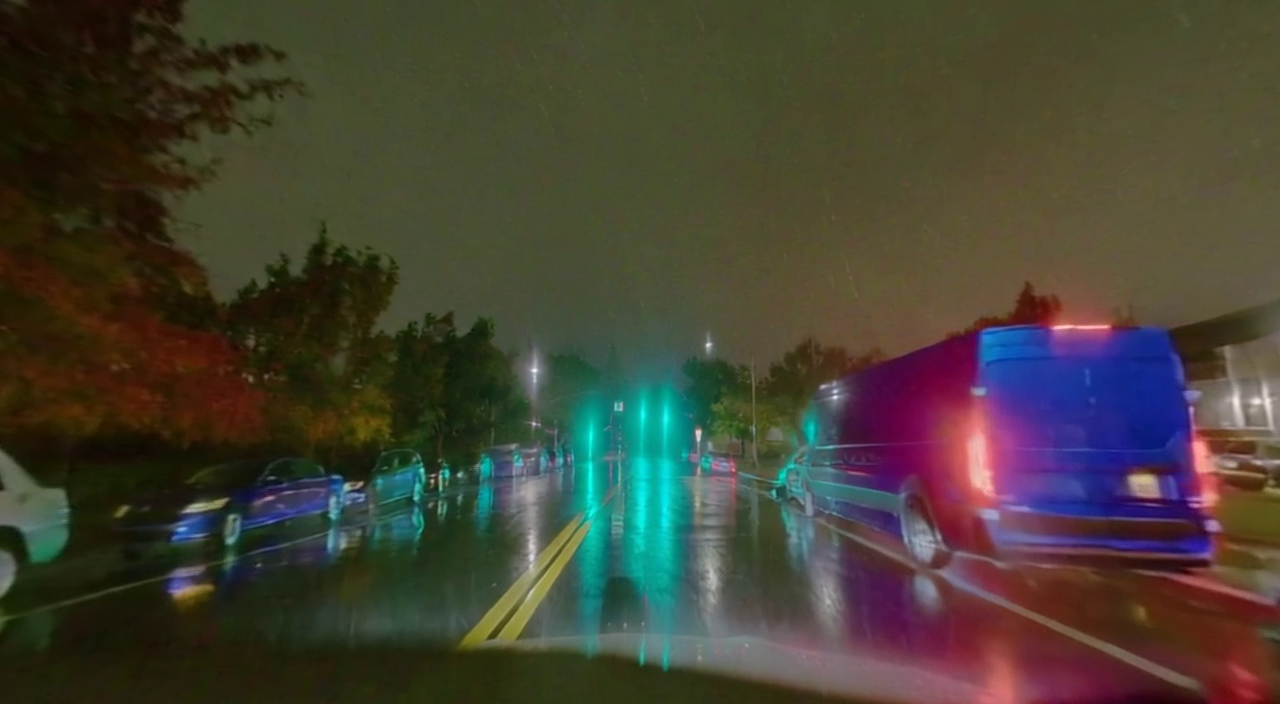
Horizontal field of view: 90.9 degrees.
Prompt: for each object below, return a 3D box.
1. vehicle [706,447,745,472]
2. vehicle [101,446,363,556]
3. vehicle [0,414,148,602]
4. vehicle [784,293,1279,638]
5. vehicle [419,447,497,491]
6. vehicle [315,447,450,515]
[{"bbox_3d":[5.188,6.585,38.791,1.849,1.415,4.181,0,-8,1],"label":"vehicle"},{"bbox_3d":[-6.871,2.478,11.326,1.718,1.435,4.370,-3,-8,2],"label":"vehicle"},{"bbox_3d":[-7.054,1.356,5.149,1.984,1.745,4.866,-1,-8,2],"label":"vehicle"},{"bbox_3d":[4.448,1.450,8.767,3.089,2.882,6.770,-1,-9,-1],"label":"vehicle"},{"bbox_3d":[-6.692,4.318,23.582,1.738,1.470,3.648,-1,-8,2],"label":"vehicle"},{"bbox_3d":[-6.697,3.350,16.945,1.832,1.439,4.337,-2,-8,0],"label":"vehicle"}]
